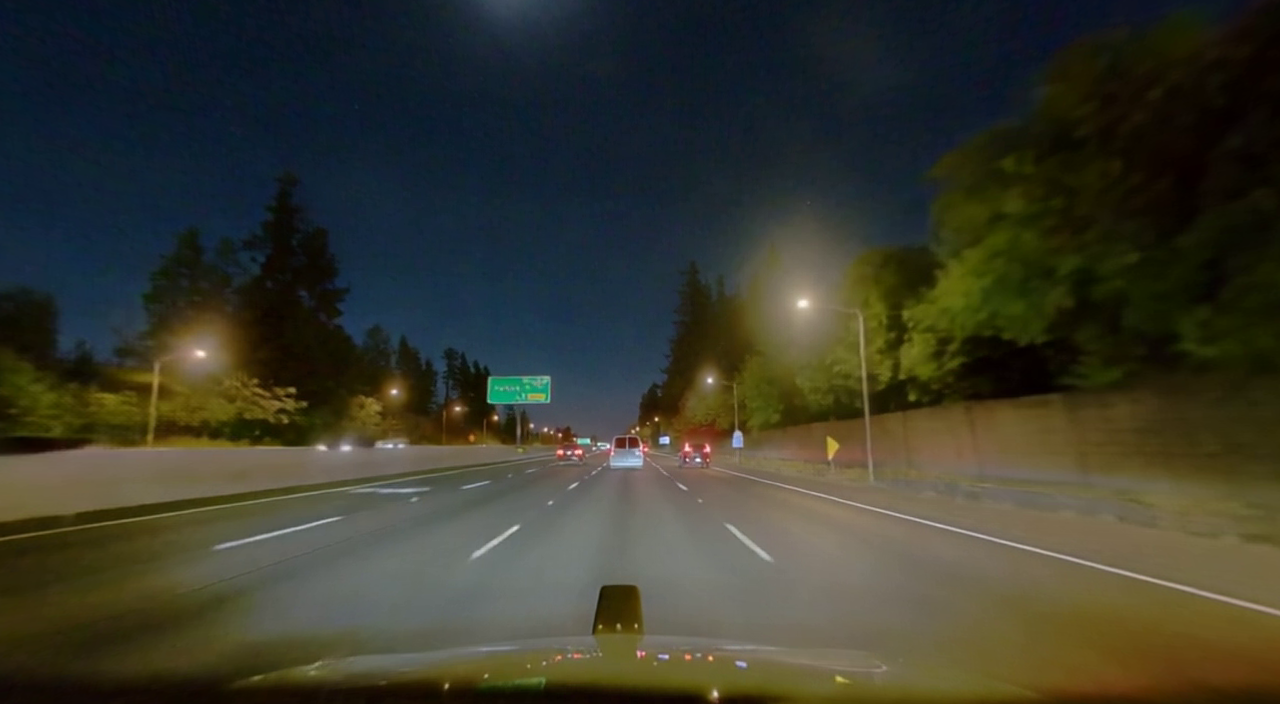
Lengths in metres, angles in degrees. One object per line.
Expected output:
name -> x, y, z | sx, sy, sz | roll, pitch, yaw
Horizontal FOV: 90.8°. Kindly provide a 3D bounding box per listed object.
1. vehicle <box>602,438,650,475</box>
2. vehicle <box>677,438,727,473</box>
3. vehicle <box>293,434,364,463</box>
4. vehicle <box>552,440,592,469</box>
vehicle -> -0.716, 5.391, 32.767 | 2.297, 1.783, 4.355 | 0, -8, -1
vehicle -> 3.304, 5.642, 34.719 | 2.160, 1.759, 4.214 | 0, -8, -2
vehicle -> -17.893, 5.587, 36.526 | 2.204, 1.562, 3.751 | 0, -8, -1
vehicle -> -4.200, 6.448, 39.791 | 2.023, 1.709, 4.263 | 0, -8, 0
